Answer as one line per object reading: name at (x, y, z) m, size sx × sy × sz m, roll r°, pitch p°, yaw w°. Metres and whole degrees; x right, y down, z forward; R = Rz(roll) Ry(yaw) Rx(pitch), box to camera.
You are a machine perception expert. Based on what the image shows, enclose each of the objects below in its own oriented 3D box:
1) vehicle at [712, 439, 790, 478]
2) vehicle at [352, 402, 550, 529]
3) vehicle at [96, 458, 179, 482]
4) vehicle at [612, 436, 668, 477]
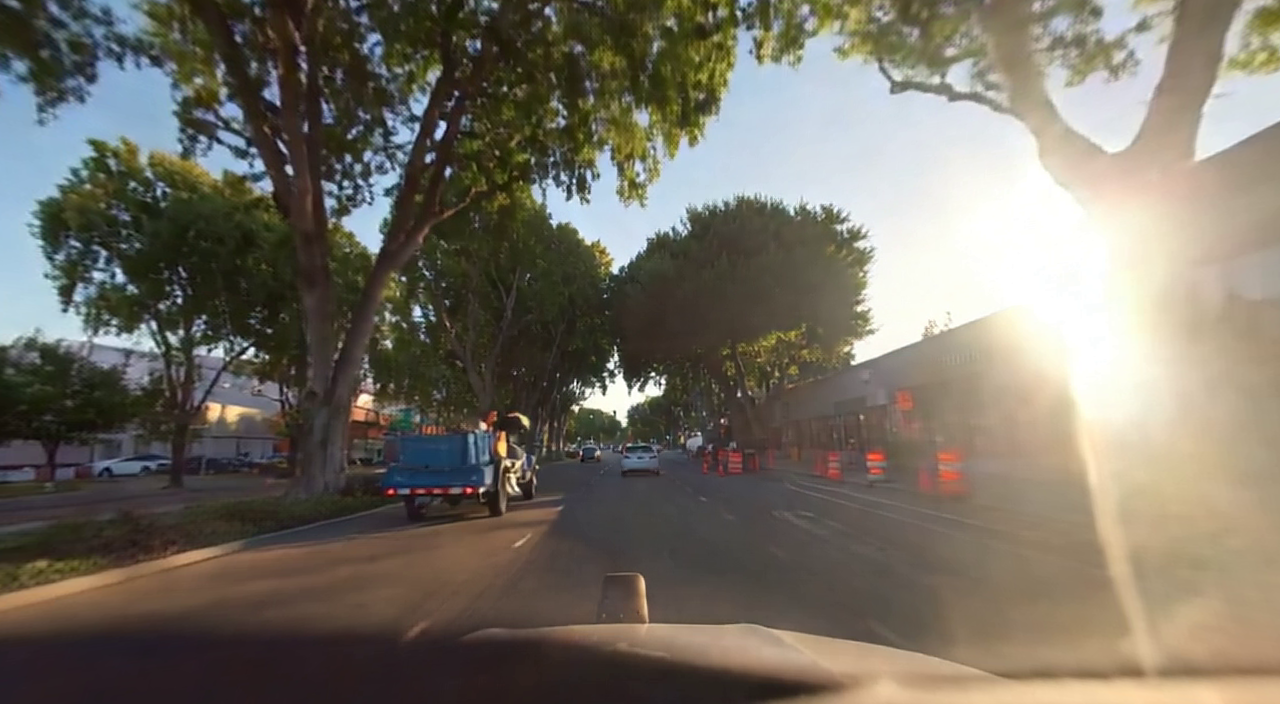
vehicle at (4.950, 4.807, 28.878) m, size 2.082 × 1.601 × 4.451 m, roll 1°, pitch -9°, yaw -10°
vehicle at (-3.508, 2.287, 13.302) m, size 2.424 × 2.063 × 5.678 m, roll 0°, pitch -9°, yaw 0°
vehicle at (-34.849, 8.190, 43.956) m, size 1.876 × 1.470 × 4.711 m, roll 0°, pitch -8°, yaw 0°
vehicle at (-0.046, 4.856, 29.552) m, size 2.413 × 1.748 × 4.406 m, roll 0°, pitch -8°, yaw -1°
